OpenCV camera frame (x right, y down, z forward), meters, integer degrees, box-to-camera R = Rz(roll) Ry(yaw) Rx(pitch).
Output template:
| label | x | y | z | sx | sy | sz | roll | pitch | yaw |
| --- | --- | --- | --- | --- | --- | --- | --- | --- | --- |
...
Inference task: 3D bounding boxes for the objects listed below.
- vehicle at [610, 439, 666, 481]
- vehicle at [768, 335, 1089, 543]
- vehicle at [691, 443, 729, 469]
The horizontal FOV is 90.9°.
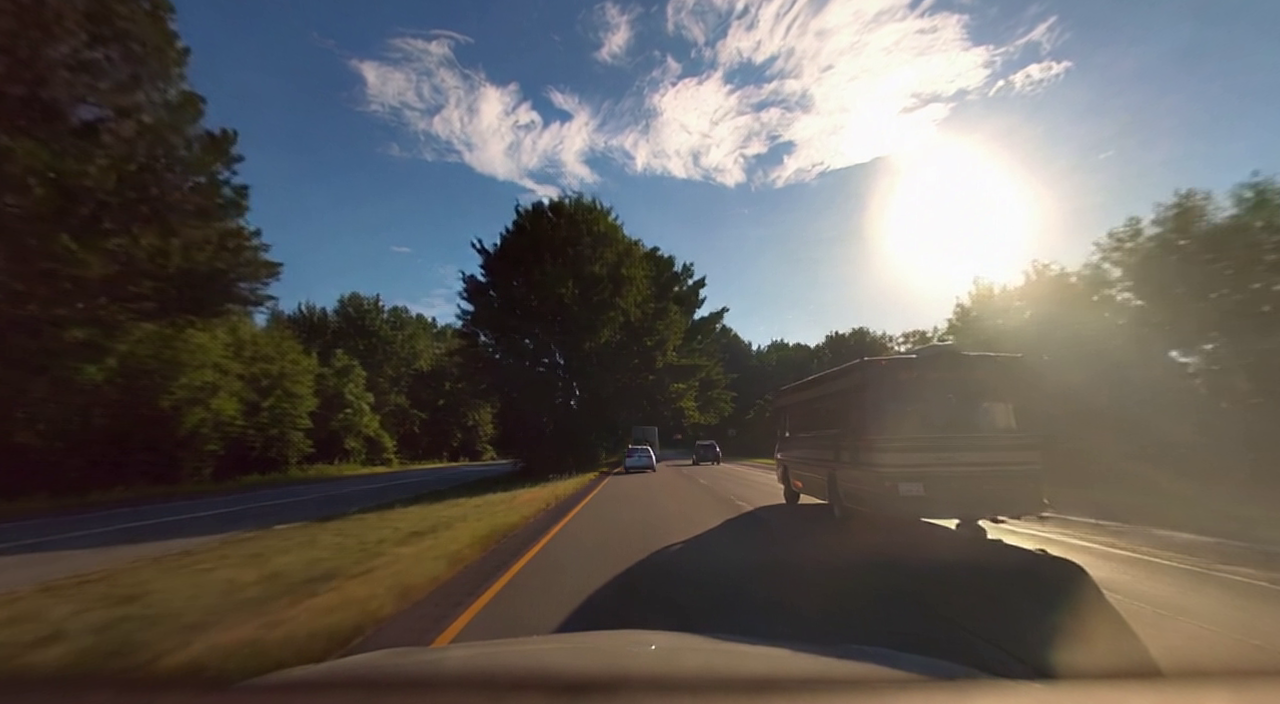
| label | x | y | z | sx | sy | sz | roll | pitch | yaw |
| --- | --- | --- | --- | --- | --- | --- | --- | --- | --- |
| vehicle | -0.118 | 4.426 | 25.985 | 2.120 | 1.575 | 4.018 | 0 | -9 | -1 |
| vehicle | 4.630 | 1.706 | 12.156 | 2.745 | 2.832 | 7.035 | 0 | -9 | -1 |
| vehicle | 4.036 | 6.075 | 36.882 | 1.757 | 1.459 | 3.398 | 0 | -9 | -1 |
